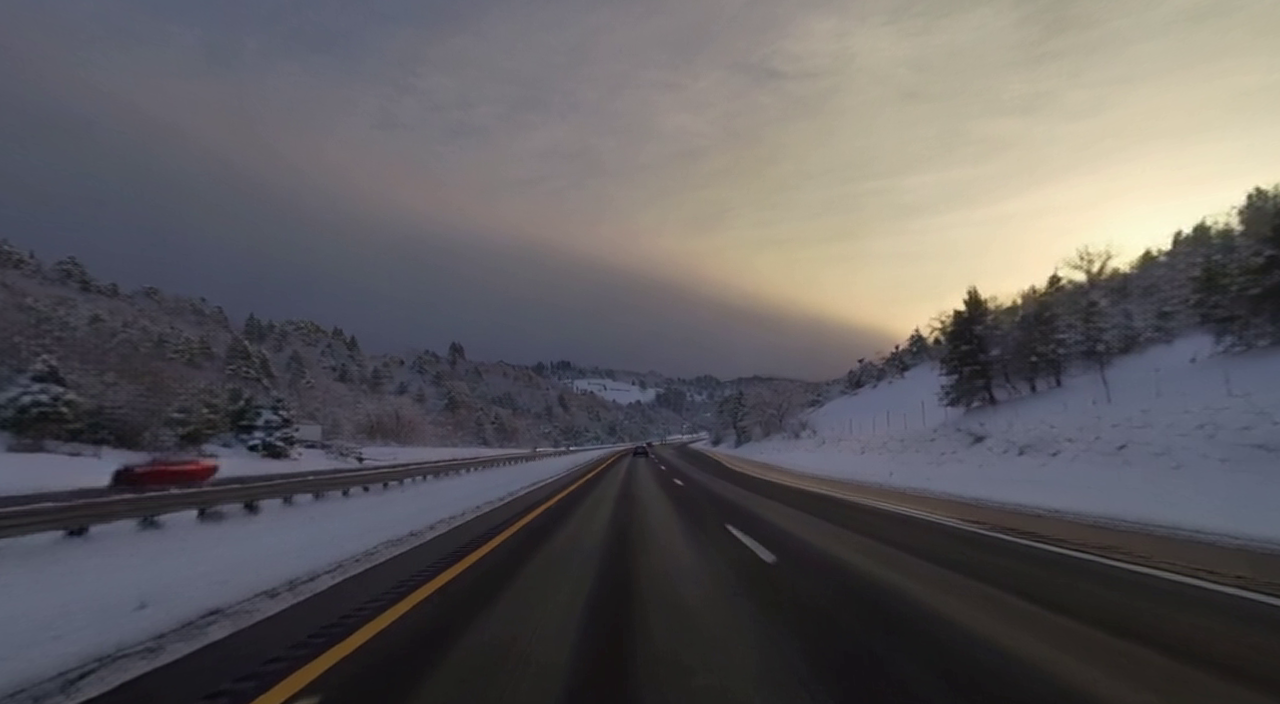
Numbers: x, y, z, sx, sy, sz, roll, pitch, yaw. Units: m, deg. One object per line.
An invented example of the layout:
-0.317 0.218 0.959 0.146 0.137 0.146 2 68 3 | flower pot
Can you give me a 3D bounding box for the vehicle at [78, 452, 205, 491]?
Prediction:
-21.830 5.197 27.953 1.882 1.515 4.528 0 -8 0 | vehicle
